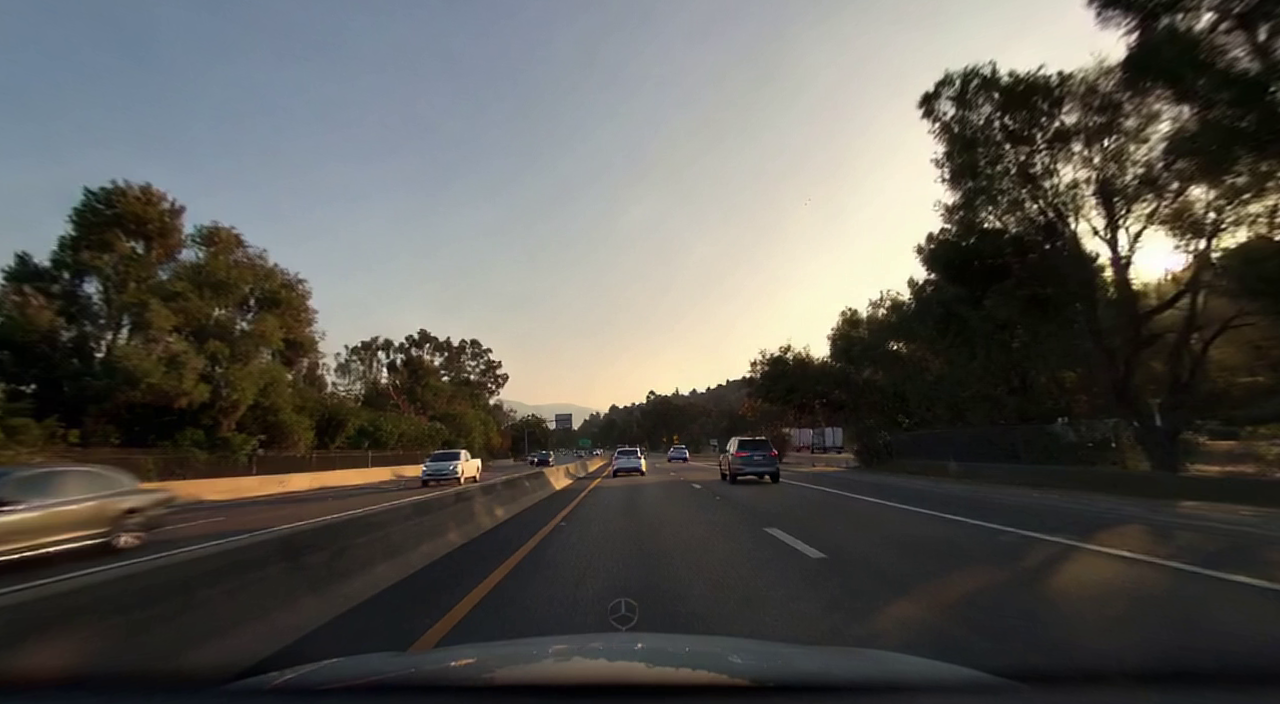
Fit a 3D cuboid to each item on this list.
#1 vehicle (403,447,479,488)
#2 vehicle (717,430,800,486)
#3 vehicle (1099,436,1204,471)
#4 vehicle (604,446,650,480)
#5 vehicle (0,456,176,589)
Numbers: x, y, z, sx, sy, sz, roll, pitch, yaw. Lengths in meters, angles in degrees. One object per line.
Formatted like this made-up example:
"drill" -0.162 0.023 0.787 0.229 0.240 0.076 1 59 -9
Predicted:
"vehicle" -9.052 5.265 28.878 2.020 1.686 4.335 0 -9 1
"vehicle" 4.514 4.157 24.741 2.261 1.952 4.784 0 -9 0
"vehicle" 25.712 5.118 31.730 1.920 1.589 4.604 -2 -9 9
"vehicle" -0.580 5.122 29.170 2.029 1.483 3.769 0 -9 0
"vehicle" -8.608 2.125 7.876 1.913 1.537 4.729 0 -9 0
